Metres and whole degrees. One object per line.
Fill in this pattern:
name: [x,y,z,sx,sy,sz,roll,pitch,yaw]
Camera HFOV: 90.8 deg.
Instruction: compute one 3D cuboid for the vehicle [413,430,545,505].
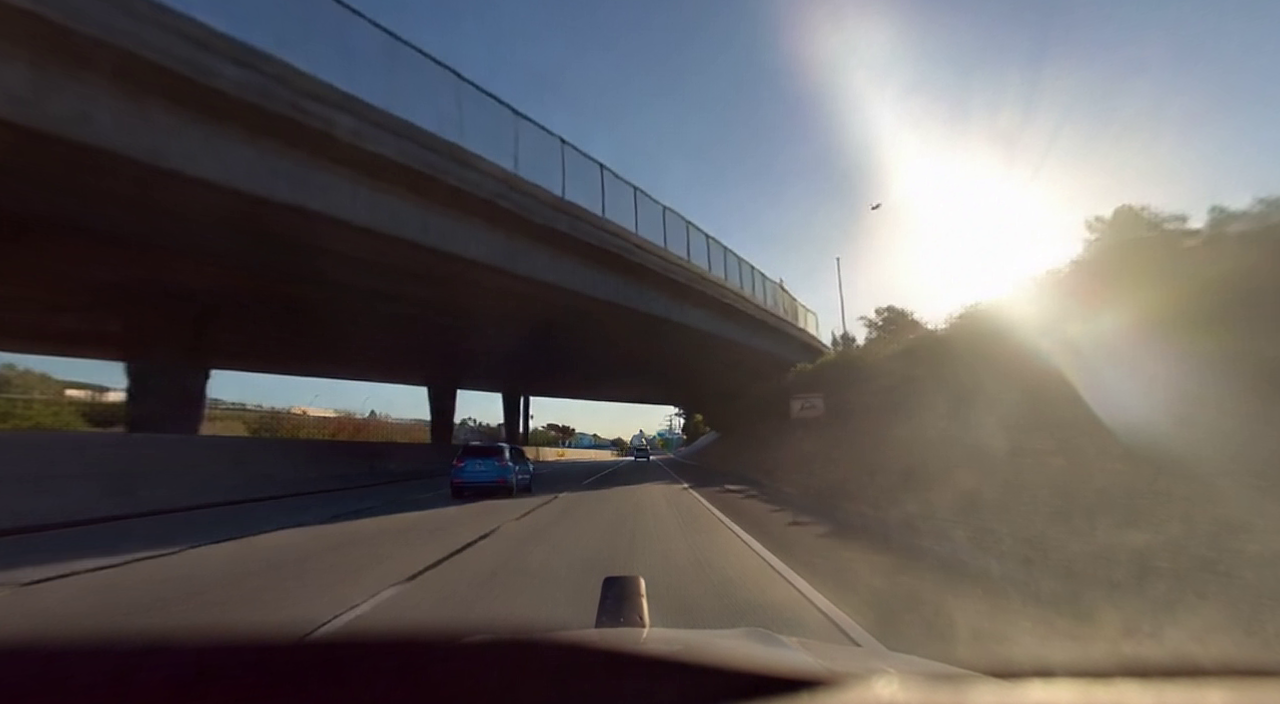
vehicle: [-4.210,3.118,17.537,2.272,1.759,5.058,0,-9,1]
